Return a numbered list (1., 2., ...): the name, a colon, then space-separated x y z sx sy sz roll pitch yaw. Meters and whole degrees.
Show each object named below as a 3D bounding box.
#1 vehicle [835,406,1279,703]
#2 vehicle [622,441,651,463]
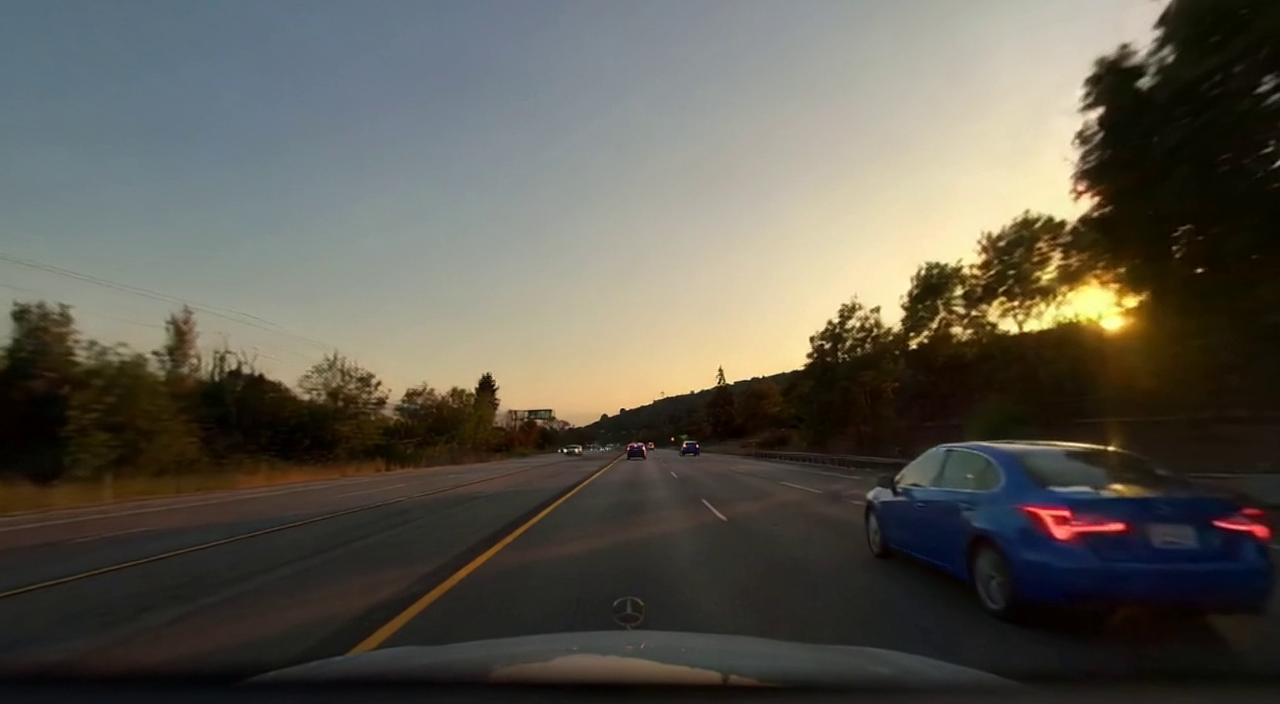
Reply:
1. vehicle: 3.143 1.280 4.697 1.957 1.496 4.327 0 -8 0
2. vehicle: -0.214 7.262 45.826 2.009 1.554 4.013 0 -8 0
